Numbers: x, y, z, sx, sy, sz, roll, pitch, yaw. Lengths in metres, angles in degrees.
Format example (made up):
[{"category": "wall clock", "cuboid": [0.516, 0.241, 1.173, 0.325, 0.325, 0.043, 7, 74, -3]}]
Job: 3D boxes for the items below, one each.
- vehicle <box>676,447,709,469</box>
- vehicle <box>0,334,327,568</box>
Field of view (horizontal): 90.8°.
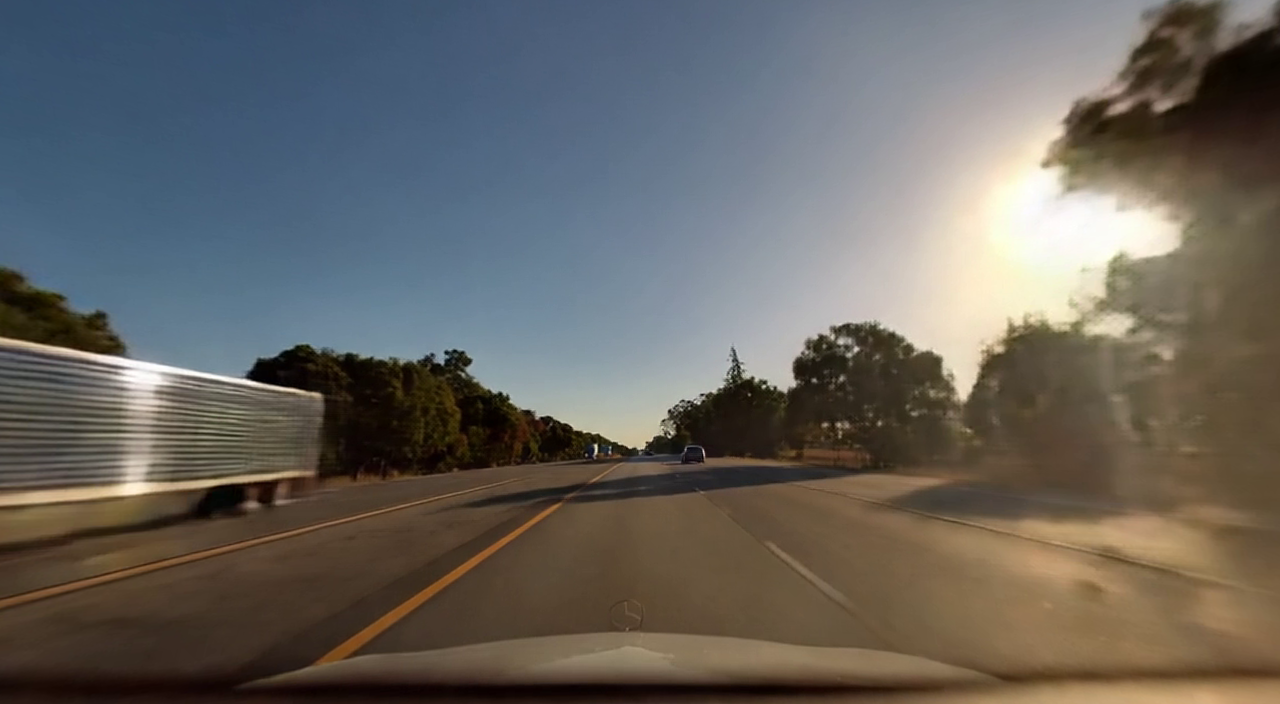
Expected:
[{"category": "vehicle", "cuboid": [3.931, 7.962, 47.595, 2.013, 1.584, 3.995, 0, -9, -1]}, {"category": "vehicle", "cuboid": [-12.785, 2.392, 15.179, 3.267, 4.040, 13.923, 0, -9, 0]}]
